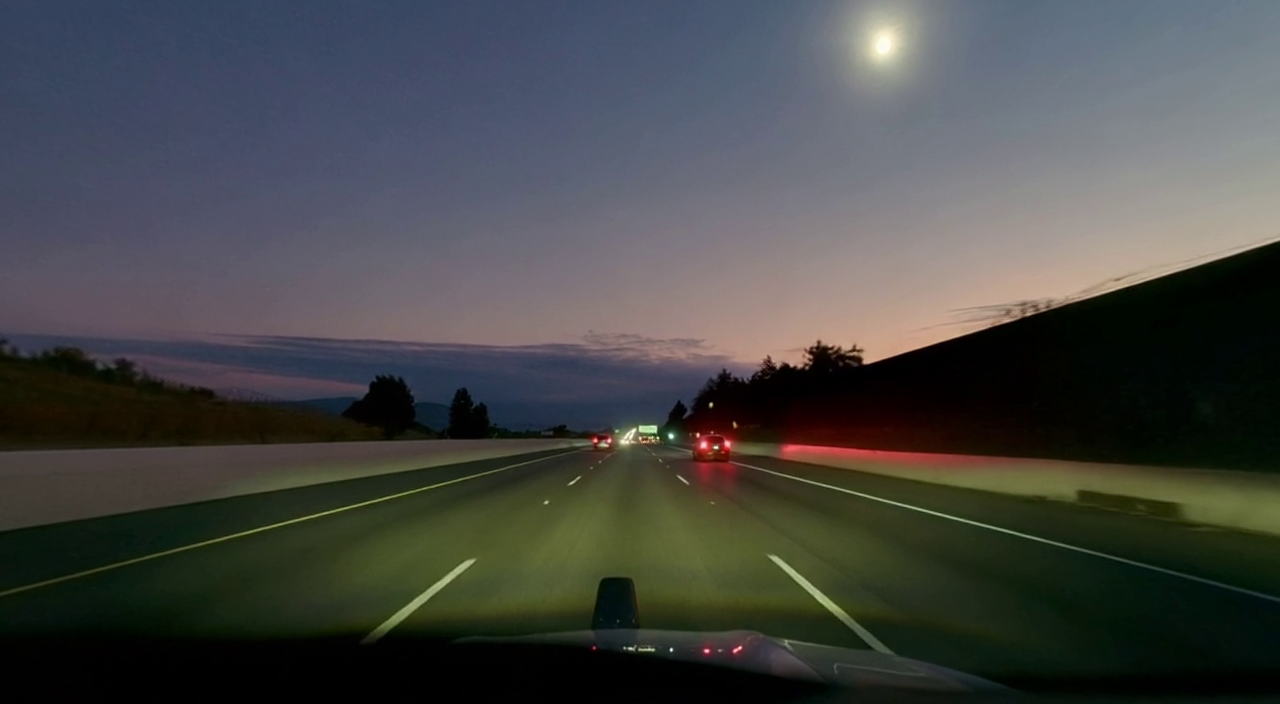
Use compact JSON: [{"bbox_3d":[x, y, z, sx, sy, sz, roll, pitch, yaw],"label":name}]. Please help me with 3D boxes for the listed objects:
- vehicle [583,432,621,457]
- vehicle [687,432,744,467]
[{"bbox_3d":[-2.527,6.262,42.739,2.219,1.660,4.153,0,-8,1],"label":"vehicle"},{"bbox_3d":[3.510,4.638,30.234,2.077,1.523,4.539,0,-8,-2],"label":"vehicle"}]
